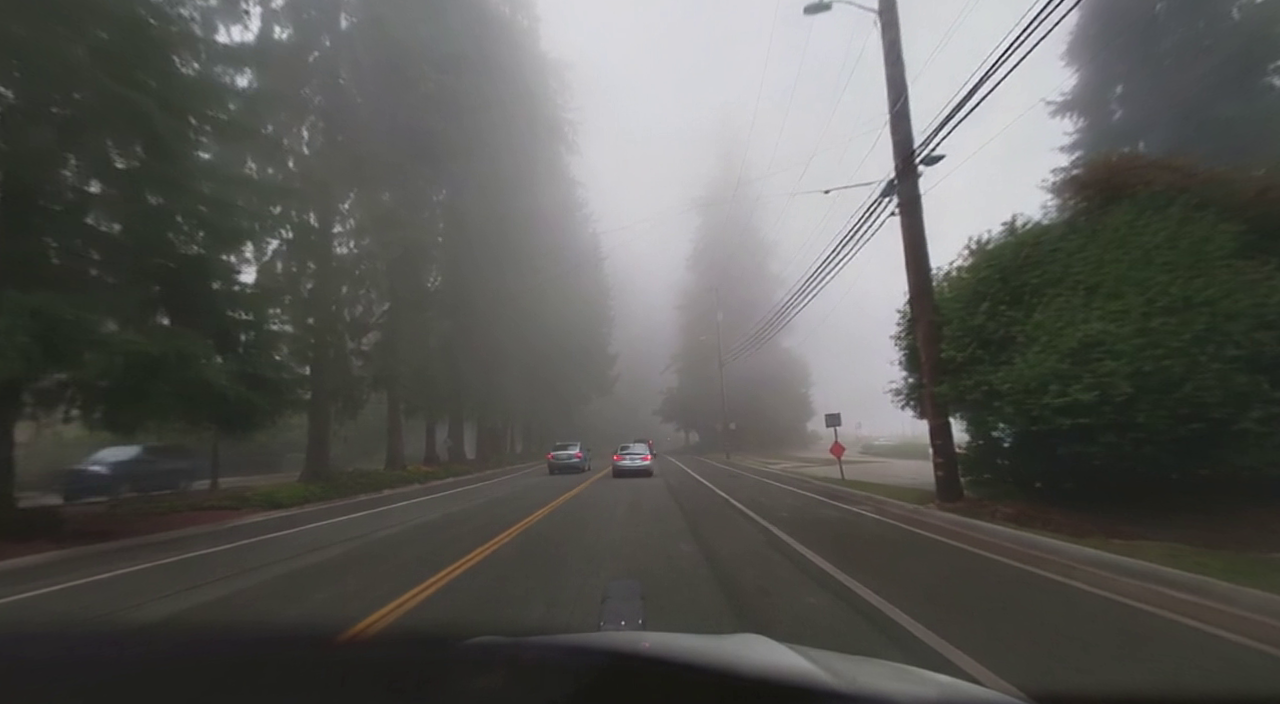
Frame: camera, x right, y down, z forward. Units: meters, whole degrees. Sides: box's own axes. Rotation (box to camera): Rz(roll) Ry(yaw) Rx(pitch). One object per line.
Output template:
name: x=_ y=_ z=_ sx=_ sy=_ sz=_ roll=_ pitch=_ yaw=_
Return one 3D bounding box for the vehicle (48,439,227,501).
vehicle: x=-16.141 y=3.770 z=20.555 sx=2.061 sy=1.772 sz=4.501 roll=0 pitch=-8 yaw=1

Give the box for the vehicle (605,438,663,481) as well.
vehicle: x=-0.194 y=3.982 z=23.576 sx=1.991 sy=1.463 sz=3.988 roll=0 pitch=-8 yaw=0
